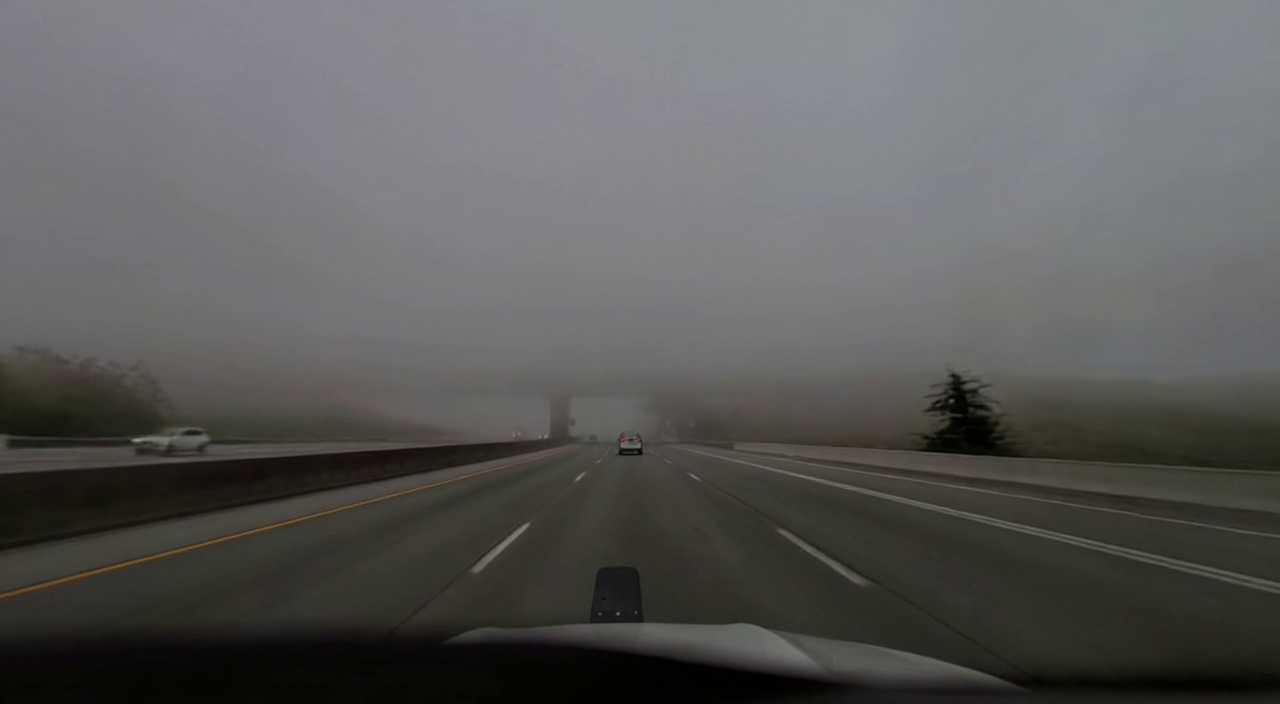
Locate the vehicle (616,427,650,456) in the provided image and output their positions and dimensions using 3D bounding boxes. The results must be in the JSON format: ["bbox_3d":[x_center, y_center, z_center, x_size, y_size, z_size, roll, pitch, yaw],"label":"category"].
[{"bbox_3d":[-0.565,6.295,44.446,2.277,1.913,4.510,0,-8,-3],"label":"vehicle"}]
